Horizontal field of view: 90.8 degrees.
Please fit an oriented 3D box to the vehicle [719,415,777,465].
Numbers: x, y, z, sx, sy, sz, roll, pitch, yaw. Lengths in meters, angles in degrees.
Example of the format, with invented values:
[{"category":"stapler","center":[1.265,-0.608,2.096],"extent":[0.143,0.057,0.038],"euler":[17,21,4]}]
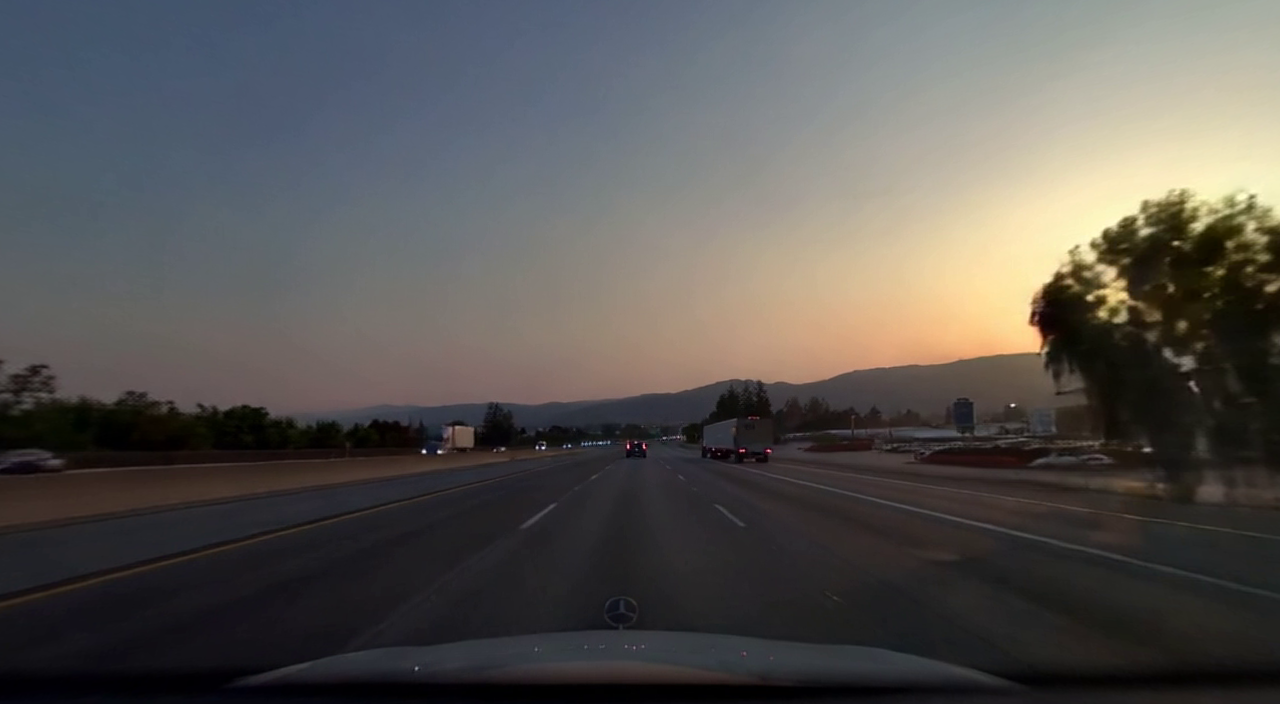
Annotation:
[{"category":"vehicle","center":[7.489,6.299,44.915],"extent":[2.793,3.204,7.997],"euler":[0,-8,1]}]
